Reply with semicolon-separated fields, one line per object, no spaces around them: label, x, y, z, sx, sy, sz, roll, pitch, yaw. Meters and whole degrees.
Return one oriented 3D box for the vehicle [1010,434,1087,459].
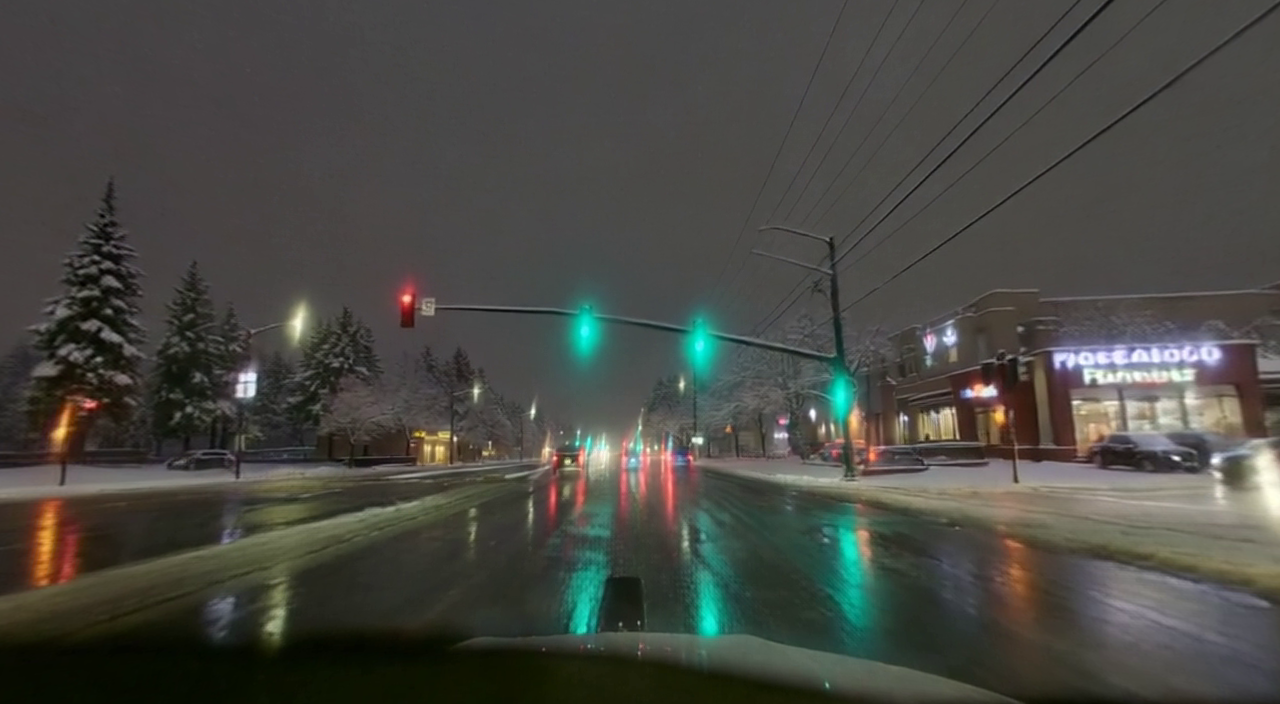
vehicle;29.600;6.939;45.982;2.053;1.559;5.138;-2;-10;-2

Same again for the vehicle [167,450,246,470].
vehicle;-33.668;8.400;49.151;4.544;1.515;2.218;-1;-9;3

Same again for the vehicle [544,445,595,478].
vehicle;-3.580;5.681;33.009;2.035;1.564;4.702;0;-9;1

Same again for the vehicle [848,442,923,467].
vehicle;16.122;6.701;41.372;4.673;1.555;2.010;5;-10;-30

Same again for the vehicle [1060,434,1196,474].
vehicle;20.825;4.370;27.297;1.967;1.540;4.966;0;-9;1
